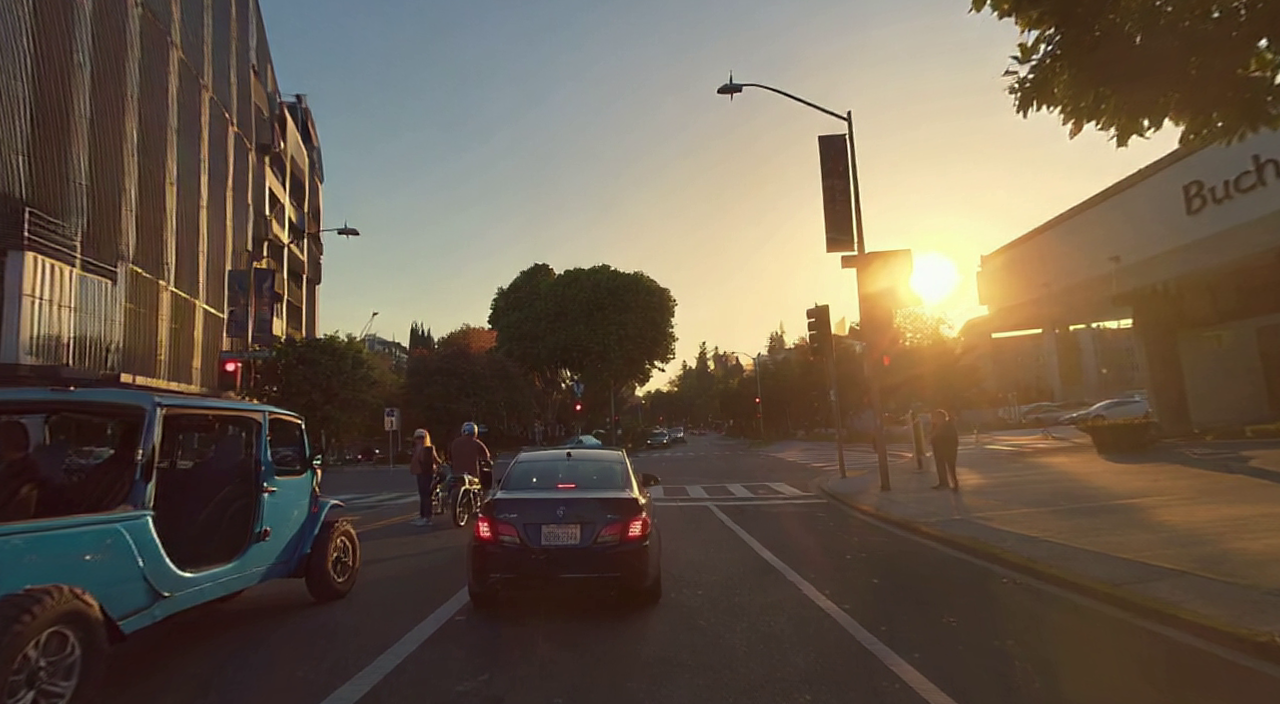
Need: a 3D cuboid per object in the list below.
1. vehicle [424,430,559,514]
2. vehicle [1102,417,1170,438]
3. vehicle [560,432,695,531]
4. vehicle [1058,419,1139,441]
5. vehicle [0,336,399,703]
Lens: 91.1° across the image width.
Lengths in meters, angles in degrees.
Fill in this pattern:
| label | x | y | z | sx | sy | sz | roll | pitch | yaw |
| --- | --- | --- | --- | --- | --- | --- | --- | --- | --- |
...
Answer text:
| label | x | y | z | sx | sy | sz | roll | pitch | yaw |
| --- | --- | --- | --- | --- | --- | --- | --- | --- | --- |
| vehicle | -3.178 | 2.658 | 14.376 | 1.935 | 1.615 | 4.073 | -1 | -8 | 2 |
| vehicle | 36.764 | 5.603 | 46.571 | 1.625 | 1.449 | 3.557 | 6 | -11 | -38 |
| vehicle | -0.155 | 2.258 | 11.544 | 2.025 | 1.458 | 4.085 | 0 | -8 | 1 |
| vehicle | 30.718 | 5.273 | 42.110 | 1.751 | 1.420 | 4.027 | 8 | -12 | -43 |
| vehicle | -3.609 | 1.130 | 4.454 | 2.000 | 1.809 | 4.405 | 0 | -8 | 0 |
